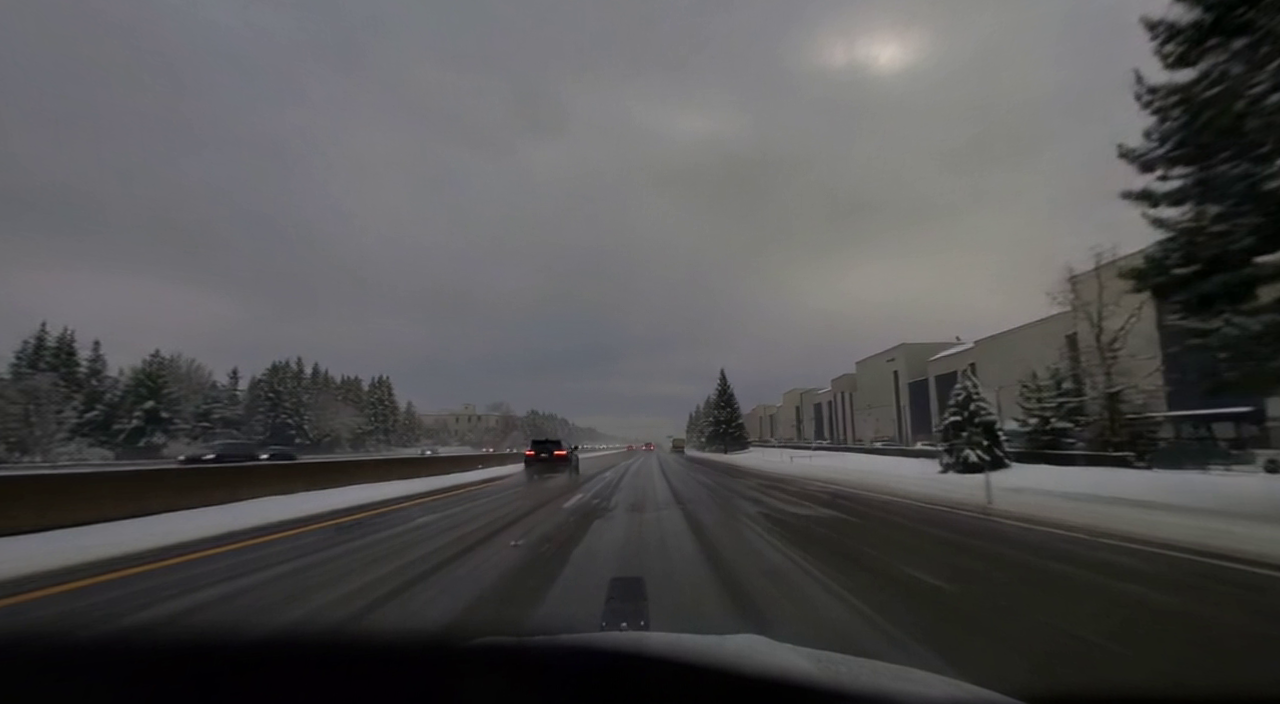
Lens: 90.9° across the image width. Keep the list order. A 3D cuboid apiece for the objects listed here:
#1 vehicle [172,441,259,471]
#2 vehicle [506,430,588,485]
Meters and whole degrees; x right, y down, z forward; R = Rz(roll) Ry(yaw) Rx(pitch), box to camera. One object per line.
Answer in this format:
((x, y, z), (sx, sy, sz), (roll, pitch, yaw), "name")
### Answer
((-27.868, 6.835, 41.621), (2.075, 1.834, 5.135), (0, -9, 0), "vehicle")
((-3.401, 4.003, 24.163), (2.218, 1.850, 4.774), (0, -9, 2), "vehicle")
